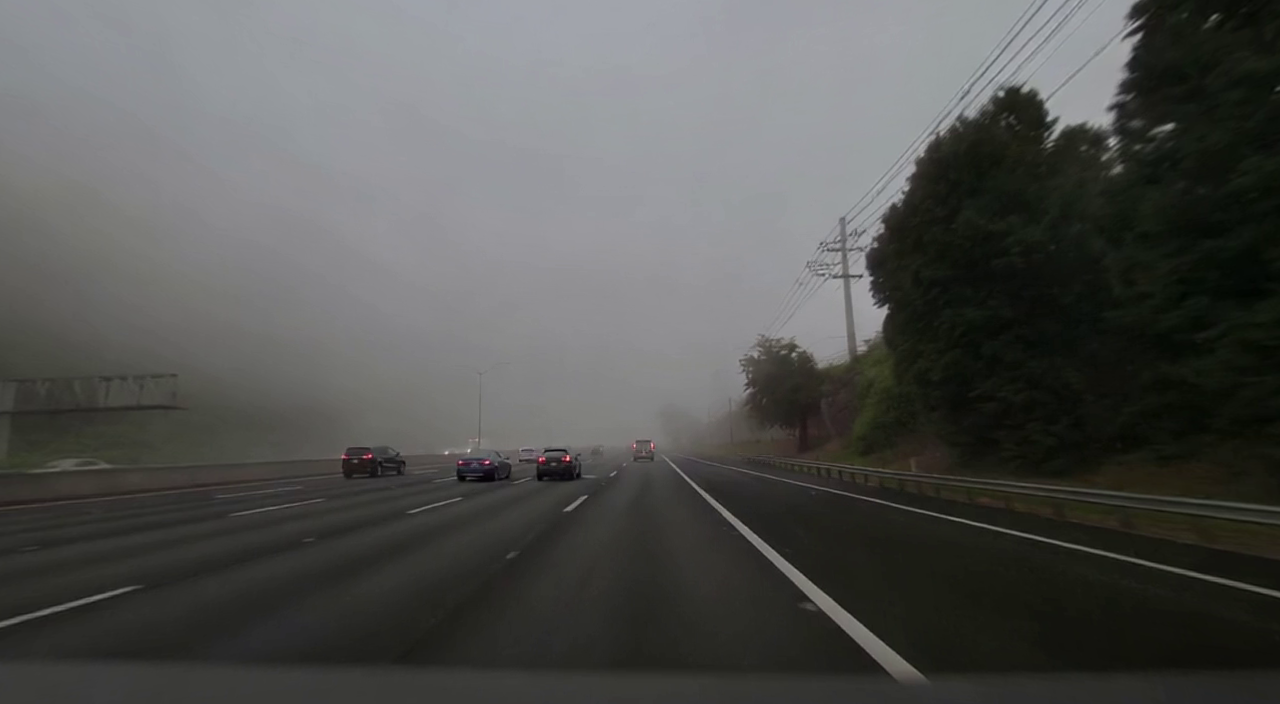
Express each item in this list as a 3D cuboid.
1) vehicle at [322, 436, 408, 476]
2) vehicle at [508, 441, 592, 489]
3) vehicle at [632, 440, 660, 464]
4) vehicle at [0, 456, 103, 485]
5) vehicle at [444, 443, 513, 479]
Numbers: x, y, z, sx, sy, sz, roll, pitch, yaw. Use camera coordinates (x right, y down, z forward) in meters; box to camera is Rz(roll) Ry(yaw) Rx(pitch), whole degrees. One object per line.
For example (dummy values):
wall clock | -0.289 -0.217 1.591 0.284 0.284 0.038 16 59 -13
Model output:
vehicle | -14.259 5.423 33.088 2.172 1.946 5.017 0 -9 1
vehicle | -2.913 3.800 21.485 2.064 1.446 4.409 0 -9 2
vehicle | 0.389 7.546 47.798 2.001 1.732 4.823 0 -9 -1
vehicle | -31.676 6.346 34.059 1.760 1.424 4.051 0 -9 0
vehicle | -7.157 4.846 28.344 1.899 1.472 4.202 0 -9 1
